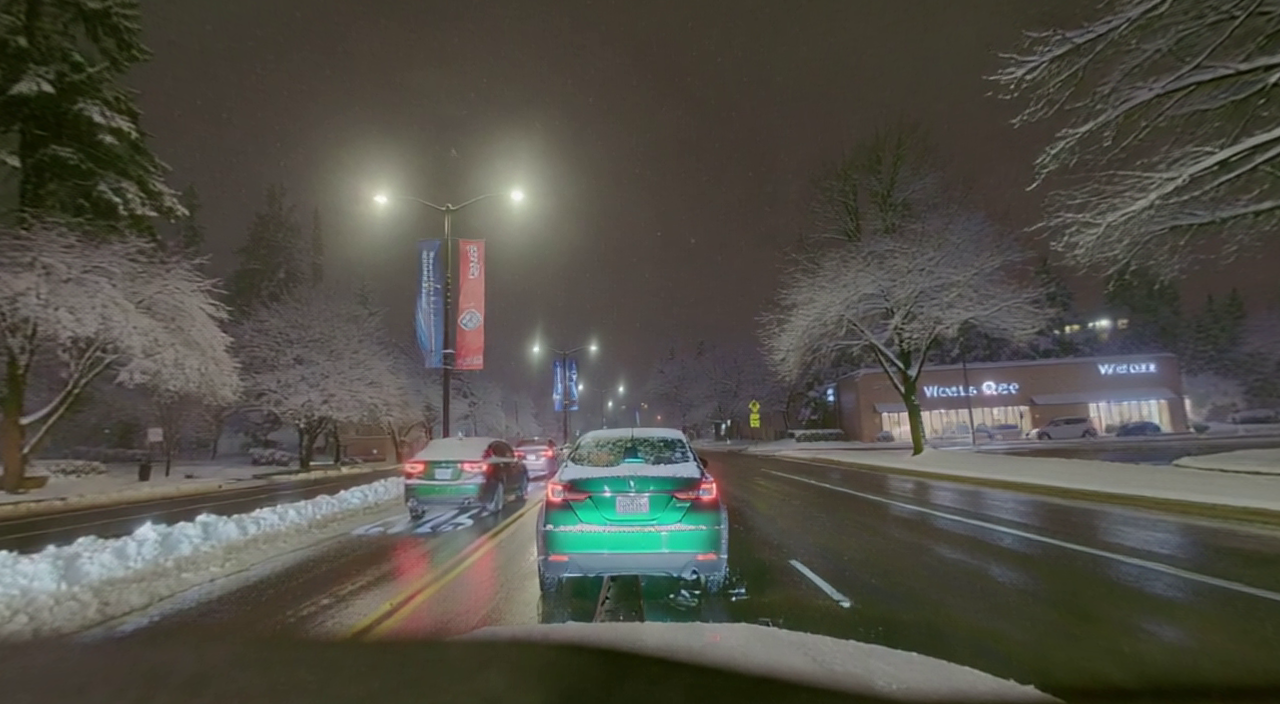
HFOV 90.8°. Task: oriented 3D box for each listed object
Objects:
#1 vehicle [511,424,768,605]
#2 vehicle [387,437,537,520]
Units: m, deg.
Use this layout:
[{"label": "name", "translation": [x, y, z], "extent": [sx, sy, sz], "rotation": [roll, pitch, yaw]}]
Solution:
[{"label": "vehicle", "translation": [-0.059, 1.639, 7.293], "extent": [2.126, 1.475, 3.967], "rotation": [0, -8, -2]}, {"label": "vehicle", "translation": [-3.488, 2.548, 13.308], "extent": [1.952, 1.431, 4.383], "rotation": [0, -8, -1]}]
